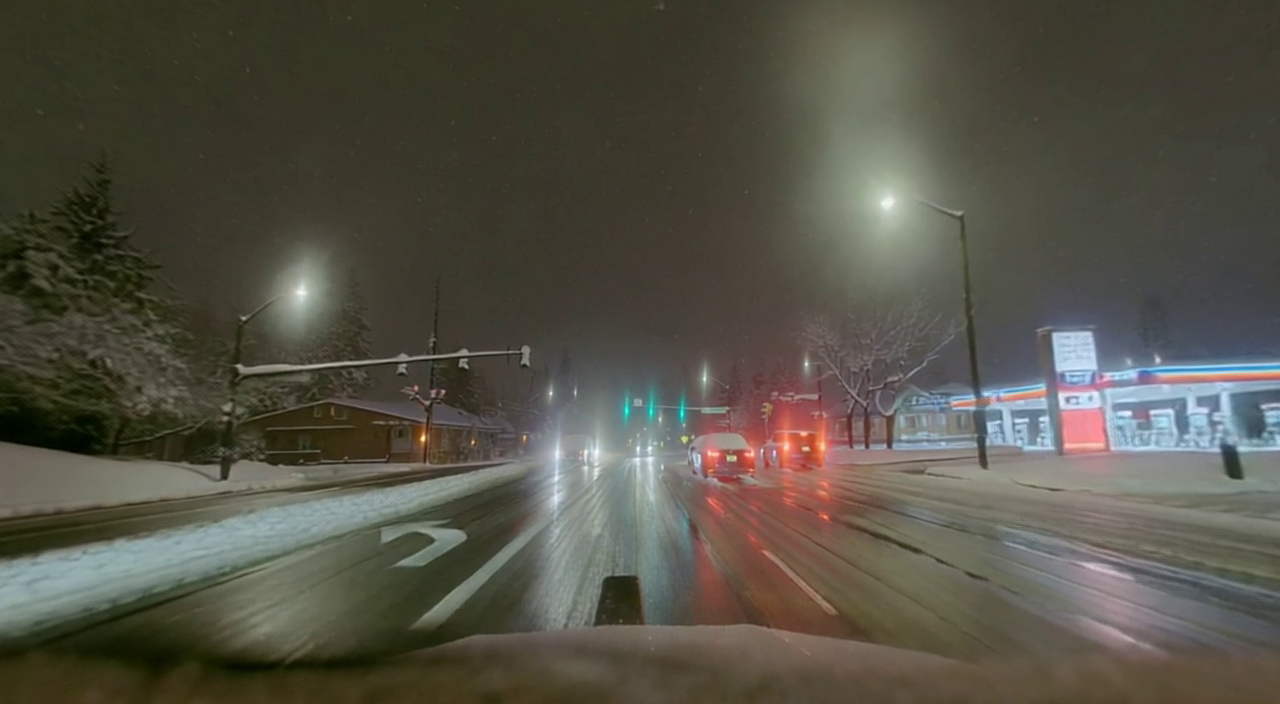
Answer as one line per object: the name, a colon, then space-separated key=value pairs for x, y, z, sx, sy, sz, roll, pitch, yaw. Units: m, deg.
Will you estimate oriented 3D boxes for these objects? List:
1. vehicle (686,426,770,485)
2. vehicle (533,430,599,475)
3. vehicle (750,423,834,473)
vehicle: x=2.863 y=3.506 z=21.650 sx=2.140 sy=1.800 sz=4.660 roll=0 pitch=-8 yaw=-1
vehicle: x=-3.226 y=4.494 z=28.435 sx=2.261 sy=1.820 sz=4.255 roll=0 pitch=-8 yaw=2
vehicle: x=7.076 y=4.567 z=30.157 sx=2.510 sy=2.176 sz=5.527 roll=0 pitch=-8 yaw=-2
